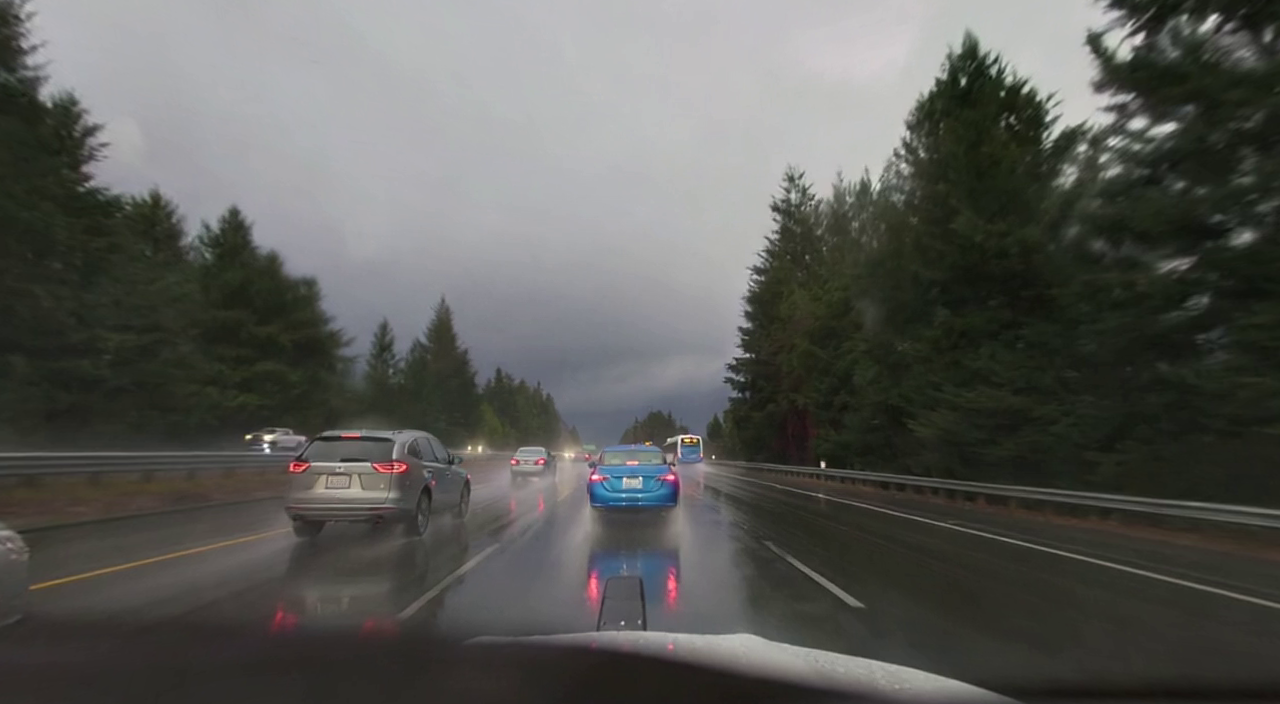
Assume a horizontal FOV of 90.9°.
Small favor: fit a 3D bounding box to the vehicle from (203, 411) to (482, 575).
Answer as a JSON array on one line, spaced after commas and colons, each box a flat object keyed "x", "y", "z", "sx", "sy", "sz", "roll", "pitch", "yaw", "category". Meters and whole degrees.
[{"x": -3.663, "y": 1.808, "z": 8.777, "sx": 1.830, "sy": 1.703, "sz": 4.142, "roll": 0, "pitch": -9, "yaw": 0, "category": "vehicle"}]

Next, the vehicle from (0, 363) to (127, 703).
[{"x": -4.203, "y": 0.666, "z": 1.558, "sx": 1.919, "sy": 1.714, "sz": 4.690, "roll": 0, "pitch": -9, "yaw": -1, "category": "vehicle"}]

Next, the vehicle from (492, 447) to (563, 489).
[{"x": -4.333, "y": 4.535, "z": 24.940, "sx": 2.122, "sy": 1.491, "sz": 3.800, "roll": 0, "pitch": -9, "yaw": 0, "category": "vehicle"}]

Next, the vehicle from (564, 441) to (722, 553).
[{"x": -0.011, "y": 2.294, "z": 10.661, "sx": 2.120, "sy": 1.478, "sz": 4.179, "roll": 0, "pitch": -9, "yaw": -2, "category": "vehicle"}]
